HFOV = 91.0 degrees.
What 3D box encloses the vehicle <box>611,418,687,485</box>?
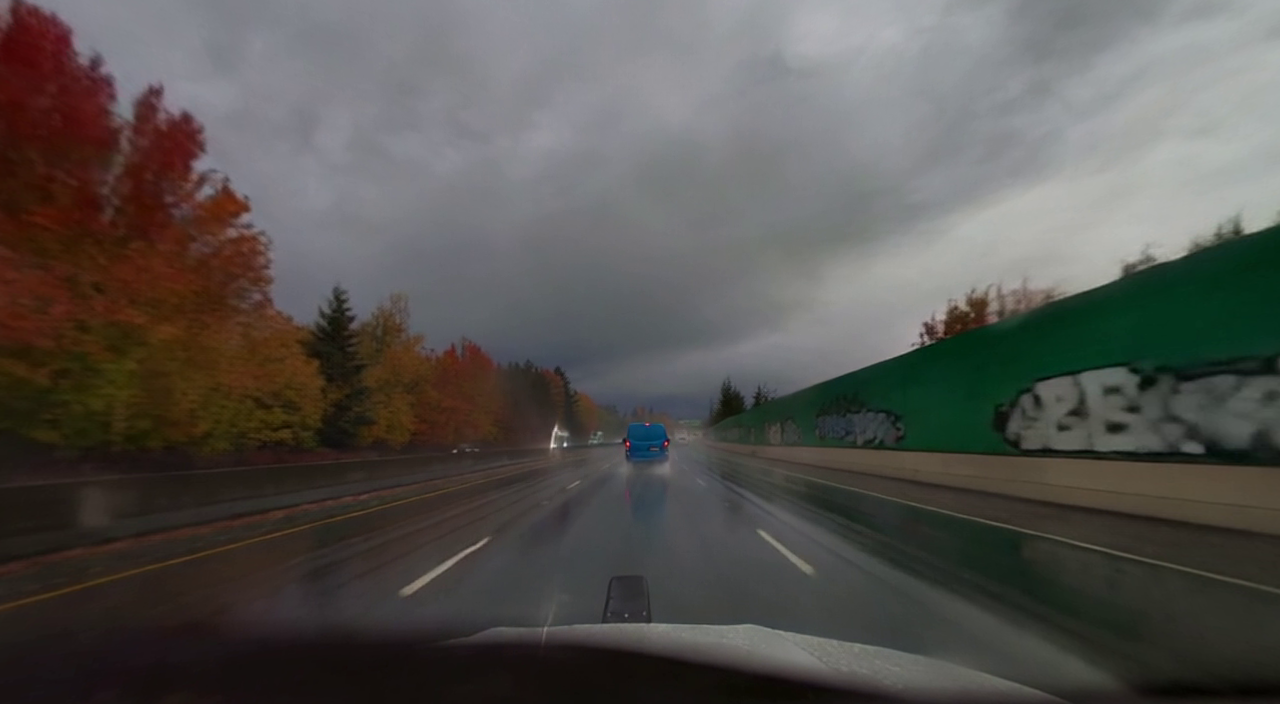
[{"bbox_3d":[0.254,3.294,21.032,2.283,1.956,4.421,0,-8,0],"label":"vehicle"}]
